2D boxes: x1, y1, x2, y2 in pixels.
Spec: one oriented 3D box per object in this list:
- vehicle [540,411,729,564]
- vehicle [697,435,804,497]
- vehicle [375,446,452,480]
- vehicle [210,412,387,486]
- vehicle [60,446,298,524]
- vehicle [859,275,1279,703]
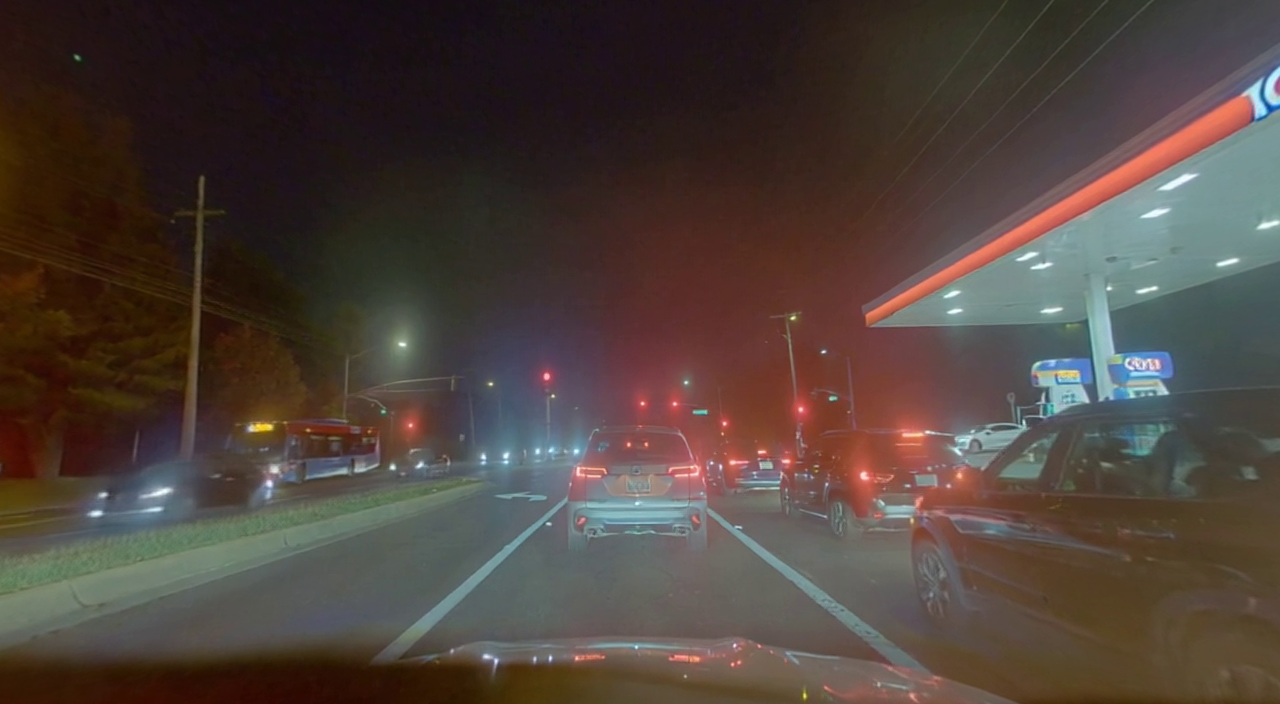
[{"bbox_3d":[-0.109,1.806,9.112,2.087,1.677,4.053,0,-9,-2],"label":"vehicle"},{"bbox_3d":[2.884,3.094,17.574,2.040,1.481,4.407,0,-9,-2],"label":"vehicle"},{"bbox_3d":[-10.592,5.197,29.917,1.976,1.483,4.630,0,-9,0],"label":"vehicle"},{"bbox_3d":[-18.695,5.523,36.274,3.010,3.475,12.655,0,-9,1],"label":"vehicle"},{"bbox_3d":[-10.360,2.972,14.808,2.030,1.498,4.690,0,-9,0],"label":"vehicle"},{"bbox_3d":[3.084,0.904,3.643,2.049,1.813,4.245,0,-9,-1],"label":"vehicle"}]
